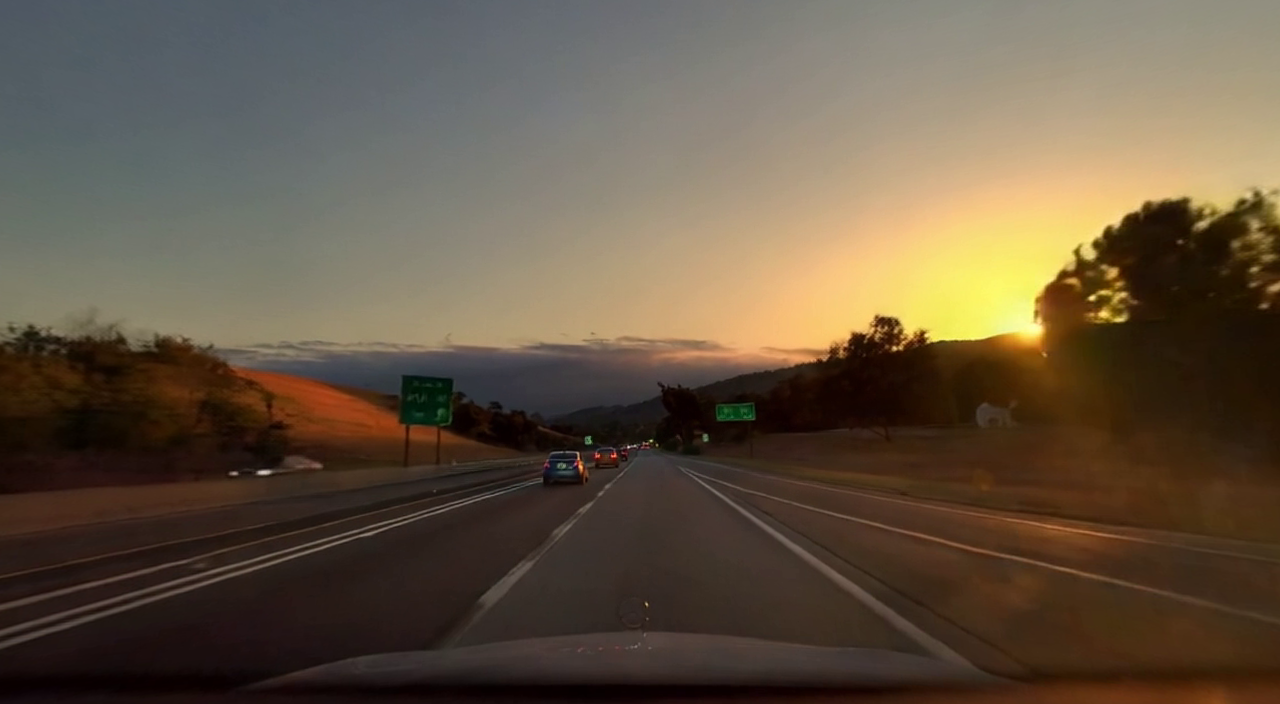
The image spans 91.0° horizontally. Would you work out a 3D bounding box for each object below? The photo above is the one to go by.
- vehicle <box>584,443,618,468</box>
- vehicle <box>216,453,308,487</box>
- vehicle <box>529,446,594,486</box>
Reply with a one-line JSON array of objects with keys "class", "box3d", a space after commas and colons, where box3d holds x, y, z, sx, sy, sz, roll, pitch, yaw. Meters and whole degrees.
[{"class": "vehicle", "box3d": [-2.977, 8.053, 49.044, 2.177, 1.852, 4.427, -1, -9, 2]}, {"class": "vehicle", "box3d": [-19.620, 6.111, 32.945, 1.916, 1.621, 4.452, 0, -9, 1]}, {"class": "vehicle", "box3d": [-3.203, 4.797, 26.763, 2.044, 1.527, 4.607, 0, -9, 2]}]
